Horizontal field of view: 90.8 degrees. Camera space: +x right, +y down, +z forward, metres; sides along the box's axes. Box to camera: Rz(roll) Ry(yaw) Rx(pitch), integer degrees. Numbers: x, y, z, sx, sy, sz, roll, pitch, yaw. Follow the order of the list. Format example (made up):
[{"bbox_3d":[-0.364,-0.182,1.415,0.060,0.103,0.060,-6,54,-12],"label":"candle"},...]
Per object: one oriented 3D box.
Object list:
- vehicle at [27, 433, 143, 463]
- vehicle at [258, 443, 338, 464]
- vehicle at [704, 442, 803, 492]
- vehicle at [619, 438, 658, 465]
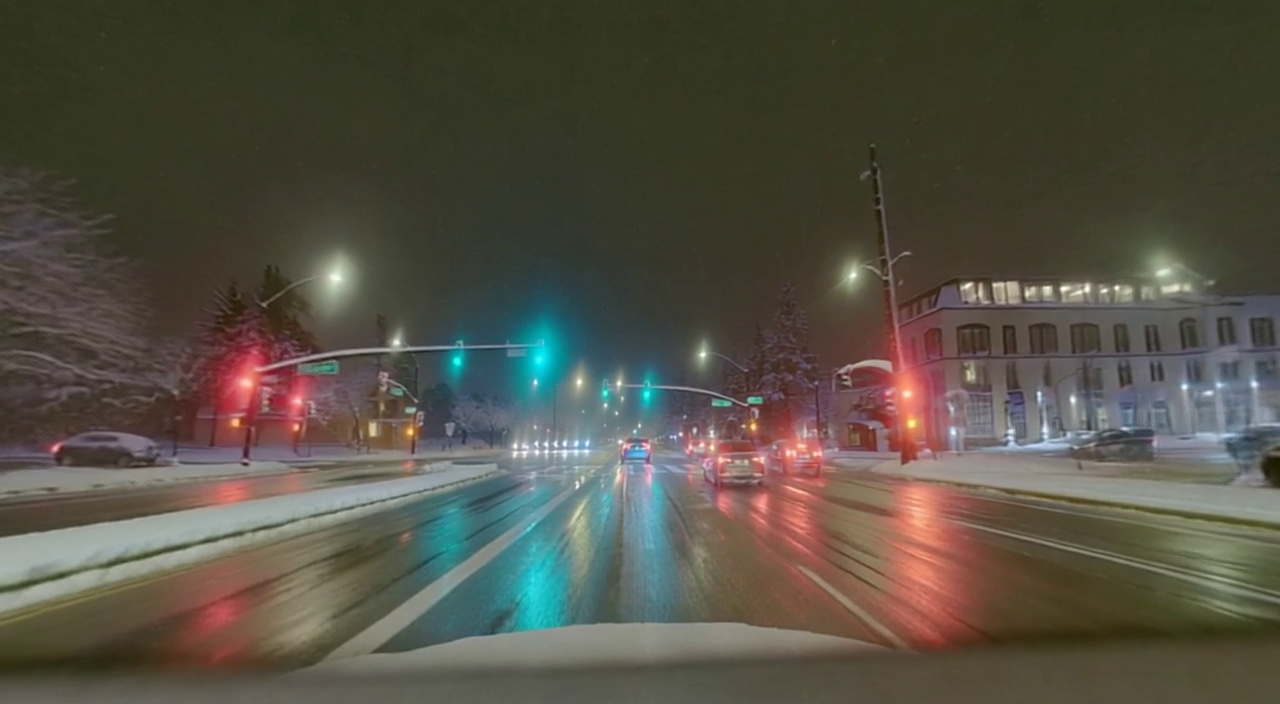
[{"bbox_3d":[-29.903,5.193,34.134,4.469,1.501,1.990,-1,-9,3],"label":"vehicle"},{"bbox_3d":[-25.200,7.469,46.665,4.751,1.501,2.147,-1,-8,5],"label":"vehicle"},{"bbox_3d":[3.286,3.422,19.280,2.080,1.321,4.382,0,-8,-2],"label":"vehicle"},{"bbox_3d":[-0.077,5.759,36.847,2.143,1.480,4.006,0,-8,-1],"label":"vehicle"}]
